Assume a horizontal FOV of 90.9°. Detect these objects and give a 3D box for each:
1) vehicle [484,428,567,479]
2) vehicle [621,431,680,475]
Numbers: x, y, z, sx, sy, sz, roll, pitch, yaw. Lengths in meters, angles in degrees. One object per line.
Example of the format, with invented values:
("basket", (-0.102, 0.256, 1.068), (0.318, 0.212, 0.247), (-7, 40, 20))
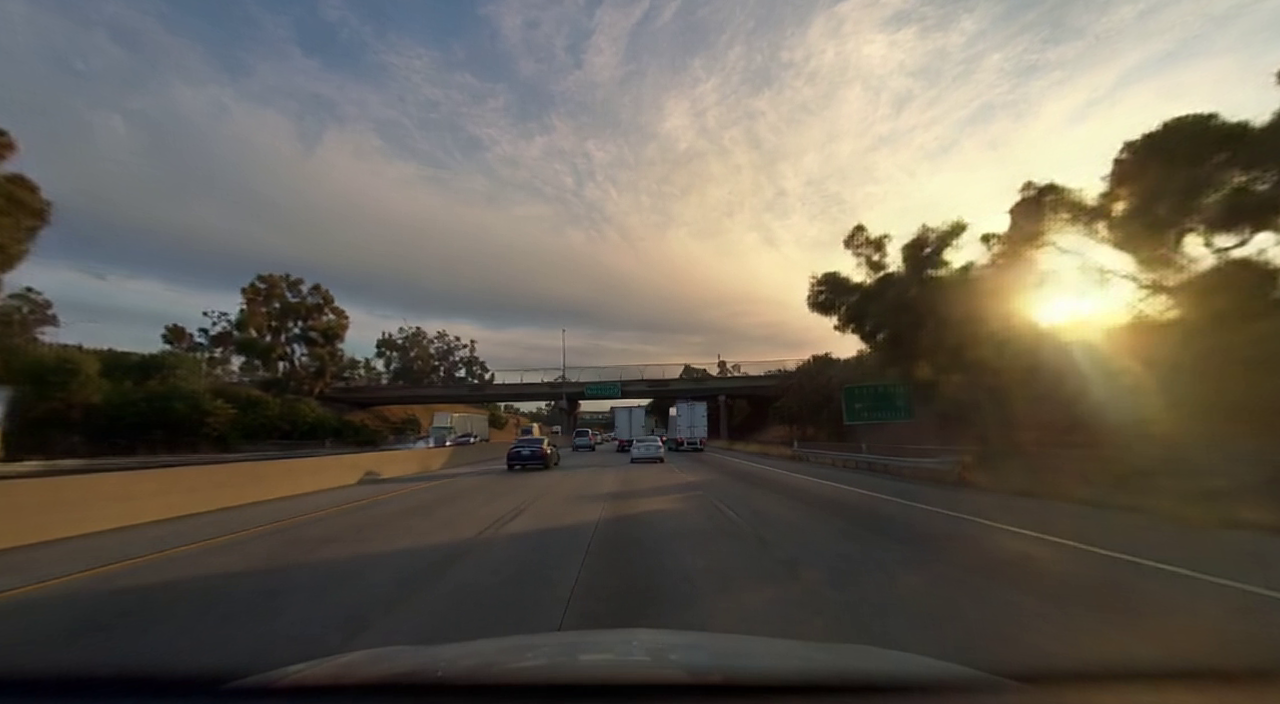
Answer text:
("vehicle", (-3.761, 3.405, 21.578), (1.979, 1.527, 4.754), (0, -8, 0))
("vehicle", (0.322, 3.751, 23.729), (2.059, 1.522, 3.693), (0, -8, -1))
